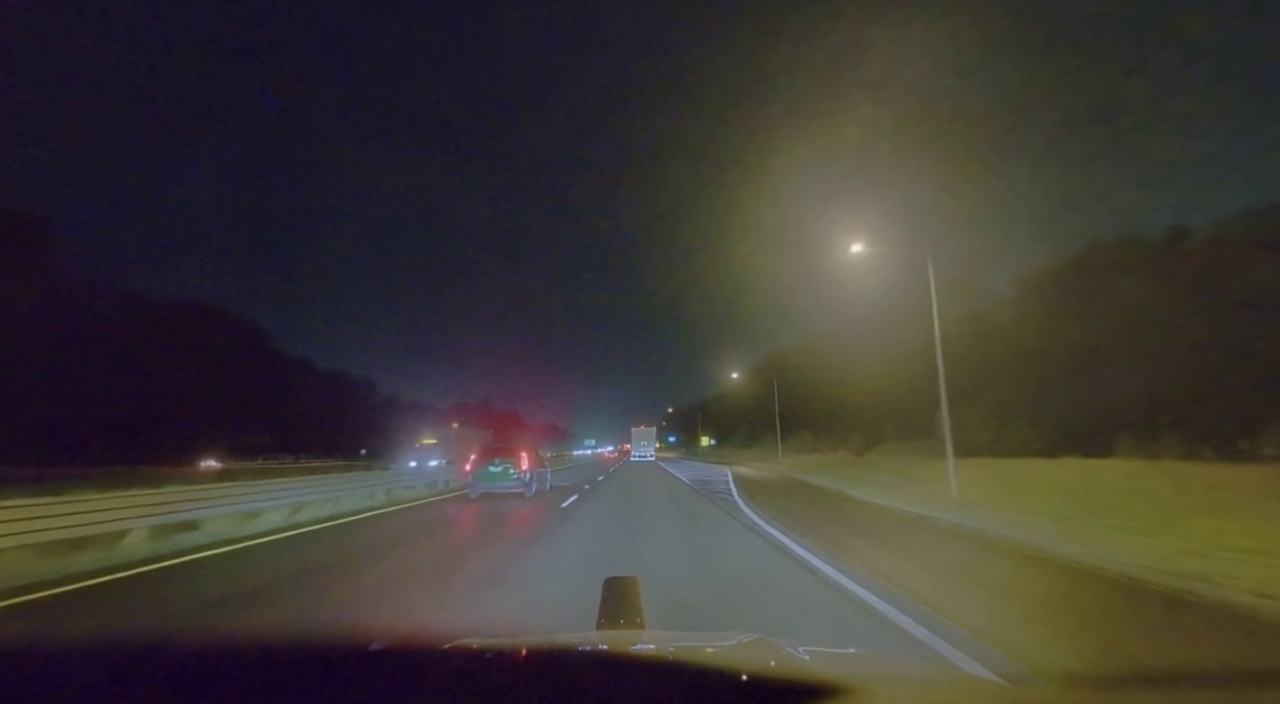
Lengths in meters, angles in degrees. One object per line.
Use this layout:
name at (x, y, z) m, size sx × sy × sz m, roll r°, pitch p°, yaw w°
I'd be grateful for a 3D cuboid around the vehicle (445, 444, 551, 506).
vehicle at (-3.718, 3.299, 17.303) m, size 1.886 × 1.465 × 4.119 m, roll 0°, pitch -9°, yaw 1°

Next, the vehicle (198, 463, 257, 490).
vehicle at (-26.860, 8.082, 41.230) m, size 1.764 × 1.526 × 4.237 m, roll 2°, pitch -9°, yaw -12°
